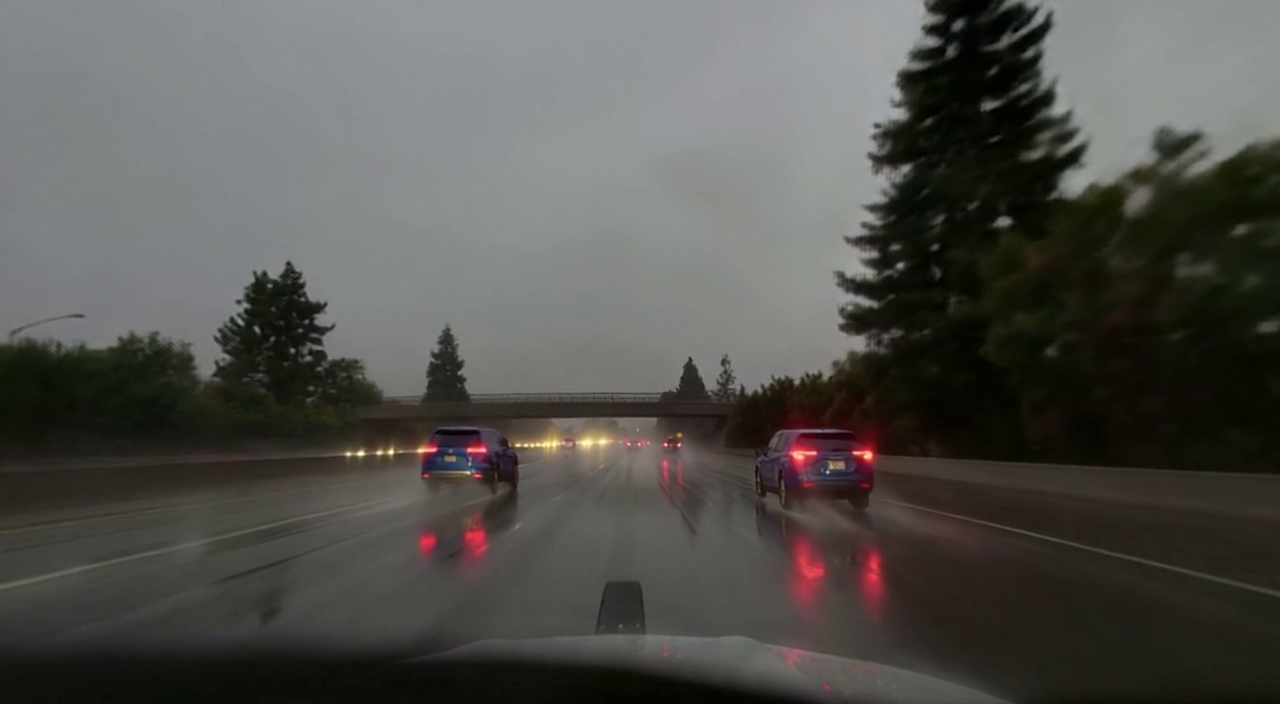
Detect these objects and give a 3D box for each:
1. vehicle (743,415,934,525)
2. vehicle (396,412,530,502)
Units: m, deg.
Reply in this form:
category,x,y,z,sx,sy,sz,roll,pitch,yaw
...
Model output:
category,x,y,z,sx,sy,sz,roll,pitch,yaw
vehicle,3.555,2.222,12.426,2.185,1.749,4.477,0,-8,-2
vehicle,-4.176,2.573,15.809,2.018,1.872,4.728,0,-8,-1
